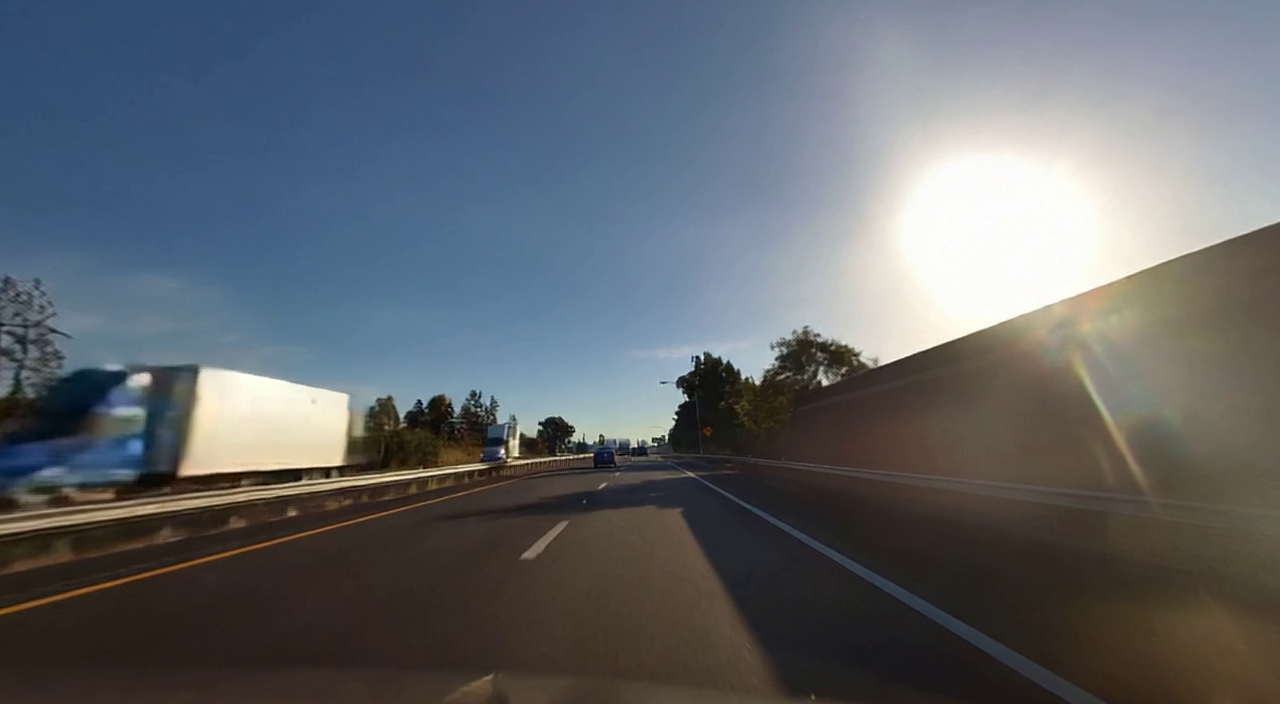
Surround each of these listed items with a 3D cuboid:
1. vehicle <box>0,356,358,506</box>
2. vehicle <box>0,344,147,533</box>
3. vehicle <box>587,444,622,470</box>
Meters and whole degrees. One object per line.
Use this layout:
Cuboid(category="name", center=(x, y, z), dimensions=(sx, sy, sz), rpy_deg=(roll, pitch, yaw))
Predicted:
Cuboid(category="vehicle", center=(-15.416, 3.084, 23.779), dimensions=(2.846, 3.981, 14.079), rpy_deg=(0, -8, 0))
Cuboid(category="vehicle", center=(-15.344, 2.140, 15.886), dimensions=(2.913, 4.275, 3.166), rpy_deg=(0, -7, -1))
Cuboid(category="vehicle", center=(-2.241, 6.733, 40.505), dimensions=(2.050, 1.530, 4.144), rpy_deg=(0, -8, 0))
